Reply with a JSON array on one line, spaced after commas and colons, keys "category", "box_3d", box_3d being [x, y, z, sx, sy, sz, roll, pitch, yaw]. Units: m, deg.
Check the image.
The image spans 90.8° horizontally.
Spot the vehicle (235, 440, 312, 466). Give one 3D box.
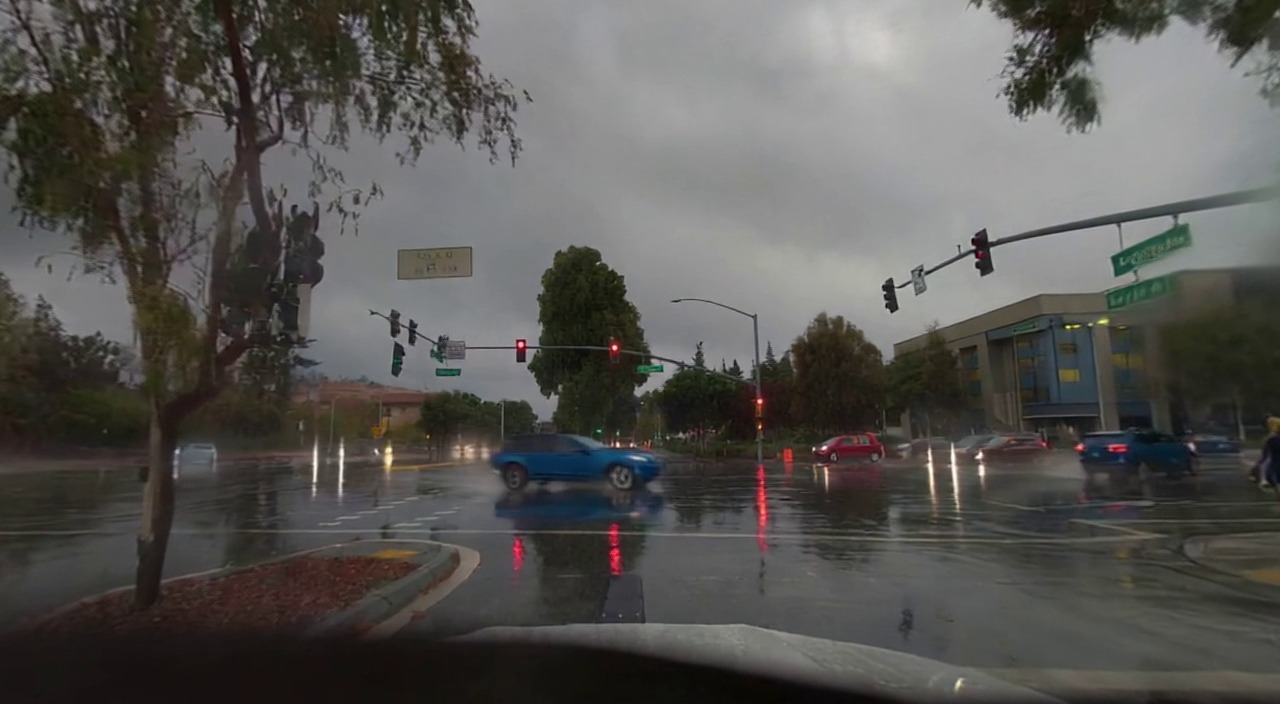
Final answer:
[{"category": "vehicle", "box_3d": [-27.992, 7.701, 48.568, 2.388, 1.858, 6.056, 0, -8, -2]}]

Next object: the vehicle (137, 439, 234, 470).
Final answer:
[{"category": "vehicle", "box_3d": [-31.332, 7.081, 43.869, 2.456, 1.961, 5.978, 0, -8, -3]}]

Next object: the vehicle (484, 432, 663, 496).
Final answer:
[{"category": "vehicle", "box_3d": [-1.719, 2.959, 16.913, 4.312, 1.540, 2.007, -3, -9, 17]}]

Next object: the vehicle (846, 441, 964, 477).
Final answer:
[{"category": "vehicle", "box_3d": [11.482, 4.621, 27.526, 4.317, 1.491, 1.896, 1, -9, -11]}]

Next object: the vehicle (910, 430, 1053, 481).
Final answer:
[{"category": "vehicle", "box_3d": [13.001, 3.918, 24.091, 4.742, 1.762, 2.180, 3, -9, -22]}]

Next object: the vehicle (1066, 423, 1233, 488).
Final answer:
[{"category": "vehicle", "box_3d": [15.759, 3.162, 19.545, 4.509, 1.821, 2.066, 4, -9, -25]}]
